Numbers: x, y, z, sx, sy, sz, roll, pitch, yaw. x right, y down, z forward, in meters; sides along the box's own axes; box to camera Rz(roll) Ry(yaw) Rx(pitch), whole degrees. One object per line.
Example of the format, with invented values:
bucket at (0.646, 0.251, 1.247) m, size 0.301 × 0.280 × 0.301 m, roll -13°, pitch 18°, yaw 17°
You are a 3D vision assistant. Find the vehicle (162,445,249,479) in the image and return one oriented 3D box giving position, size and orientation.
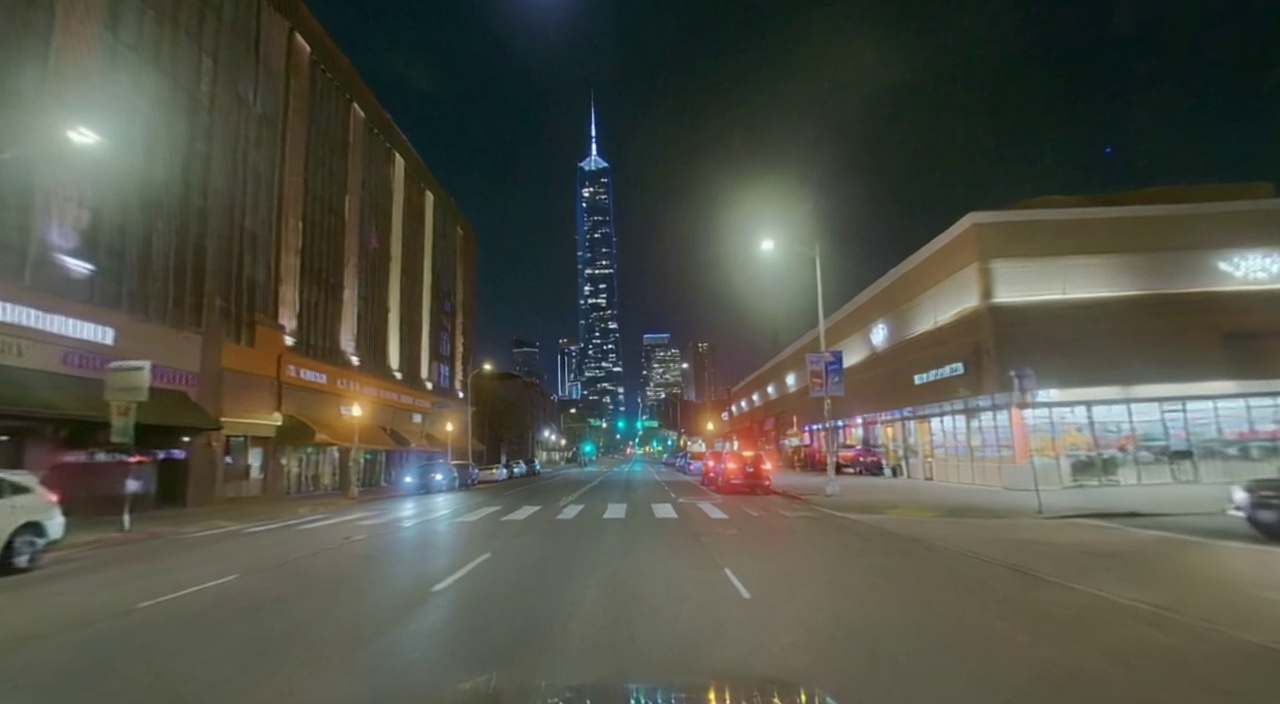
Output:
vehicle at (-22.525, 5.697, 32.973) m, size 1.778 × 1.639 × 4.019 m, roll 0°, pitch -9°, yaw -3°

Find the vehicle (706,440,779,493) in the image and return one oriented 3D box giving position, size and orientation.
vehicle at (3.791, 4.334, 24.307) m, size 2.118 × 1.779 × 5.121 m, roll 0°, pitch -9°, yaw 2°

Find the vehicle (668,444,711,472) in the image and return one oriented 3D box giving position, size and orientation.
vehicle at (3.536, 7.747, 46.562) m, size 2.492 × 1.909 × 5.830 m, roll 0°, pitch -9°, yaw -2°

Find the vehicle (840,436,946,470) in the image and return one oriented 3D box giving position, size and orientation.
vehicle at (13.512, 5.446, 33.968) m, size 4.732 × 1.746 × 2.141 m, roll 0°, pitch -9°, yaw 2°

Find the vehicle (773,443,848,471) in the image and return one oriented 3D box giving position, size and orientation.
vehicle at (10.435, 6.412, 38.811) m, size 4.018 × 1.645 × 1.875 m, roll 1°, pitch -9°, yaw -4°

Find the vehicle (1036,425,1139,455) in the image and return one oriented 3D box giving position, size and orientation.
vehicle at (27.134, 5.368, 38.428) m, size 4.579 × 1.735 × 2.092 m, roll 0°, pitch -9°, yaw 0°

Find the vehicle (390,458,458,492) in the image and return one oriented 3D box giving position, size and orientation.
vehicle at (-10.996, 6.270, 32.544) m, size 2.018 × 1.553 × 4.407 m, roll 0°, pitch -9°, yaw -1°

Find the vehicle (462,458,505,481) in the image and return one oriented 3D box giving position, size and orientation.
vehicle at (-10.945, 8.241, 44.490) m, size 1.861 × 1.473 × 4.633 m, roll 0°, pitch -9°, yaw -1°

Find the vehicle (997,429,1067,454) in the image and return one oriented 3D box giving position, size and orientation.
vehicle at (26.961, 6.123, 43.496) m, size 3.666 × 1.448 × 1.639 m, roll -3°, pitch -6°, yaw 1°
